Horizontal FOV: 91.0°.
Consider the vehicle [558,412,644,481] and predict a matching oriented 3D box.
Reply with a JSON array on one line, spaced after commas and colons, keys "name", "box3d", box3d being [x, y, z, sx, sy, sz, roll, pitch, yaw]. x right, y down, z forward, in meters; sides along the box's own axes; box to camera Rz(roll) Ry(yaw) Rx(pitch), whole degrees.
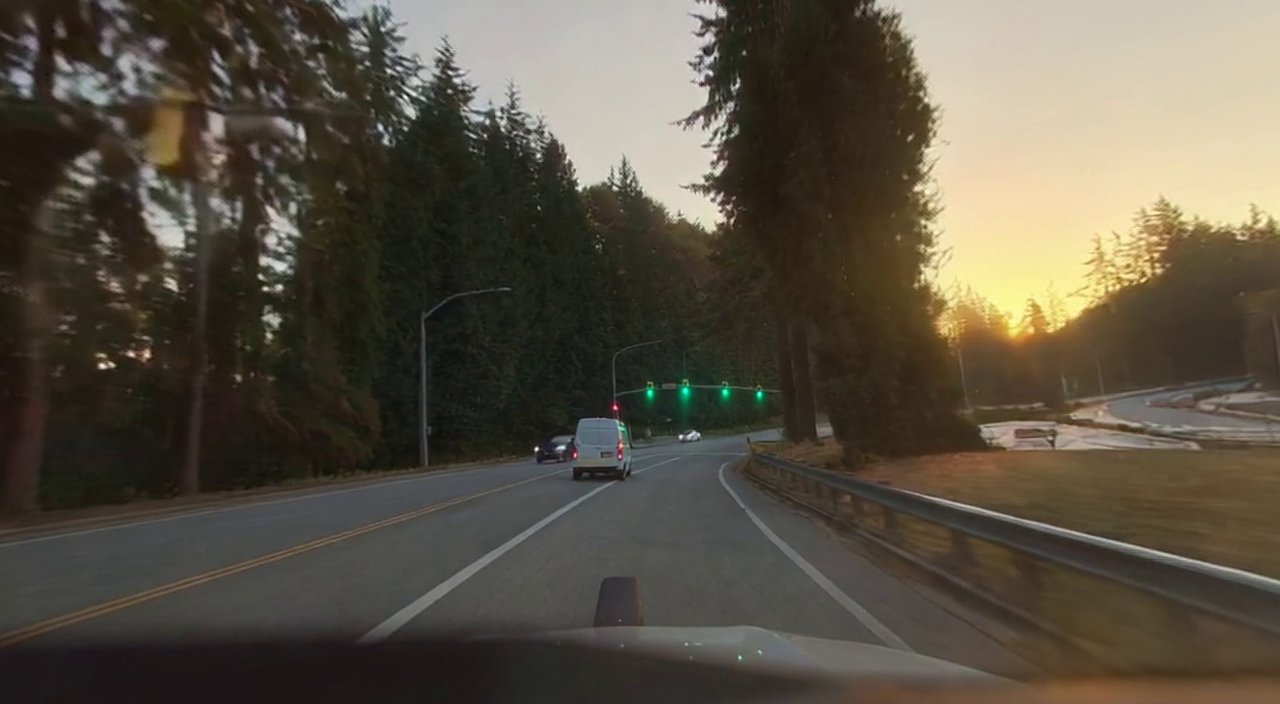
[{"name": "vehicle", "box3d": [-1.244, 3.411, 22.762, 2.362, 2.185, 5.212, -1, -8, 5]}]
